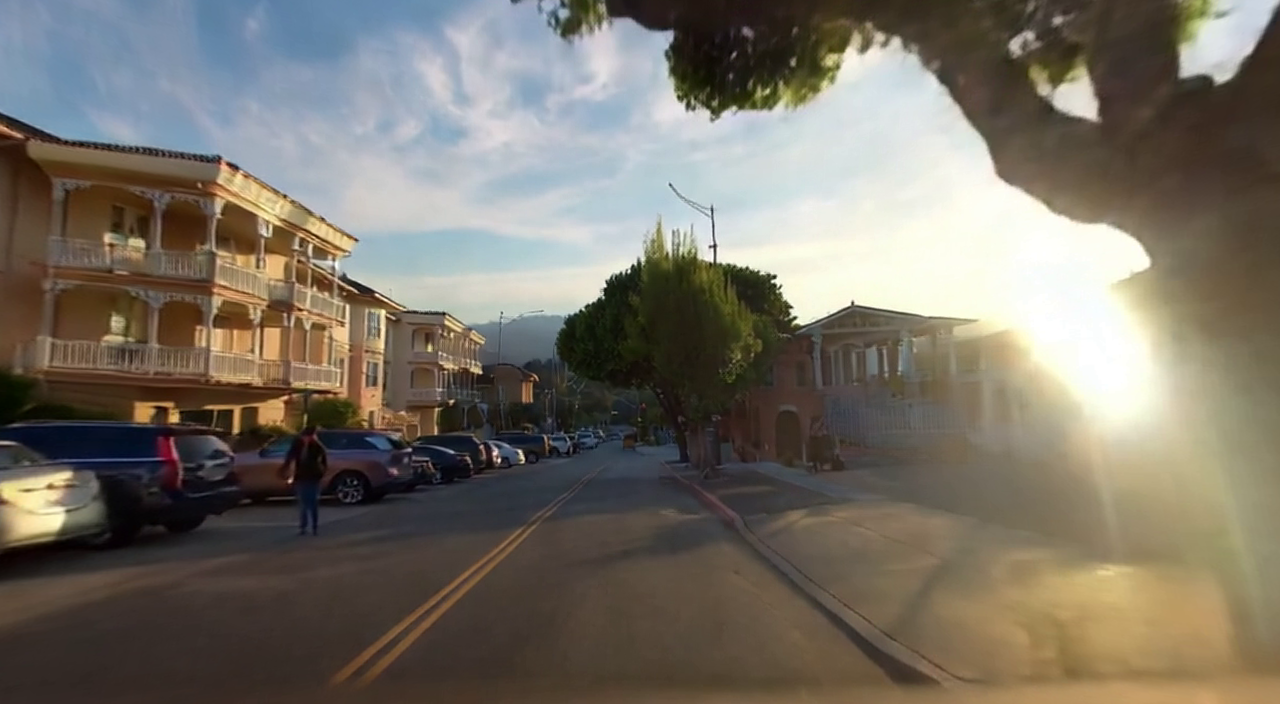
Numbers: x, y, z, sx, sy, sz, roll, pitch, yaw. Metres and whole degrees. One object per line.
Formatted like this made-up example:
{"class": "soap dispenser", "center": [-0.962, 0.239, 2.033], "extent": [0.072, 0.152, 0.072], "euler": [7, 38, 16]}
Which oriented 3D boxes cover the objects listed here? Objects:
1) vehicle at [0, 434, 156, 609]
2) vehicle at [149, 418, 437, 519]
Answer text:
{"class": "vehicle", "center": [-7.690, 1.659, 6.476], "extent": [3.908, 1.544, 1.789], "euler": [0, -9, -1]}
{"class": "vehicle", "center": [-7.407, 2.531, 13.951], "extent": [4.981, 1.975, 2.296], "euler": [-1, -9, 3]}
